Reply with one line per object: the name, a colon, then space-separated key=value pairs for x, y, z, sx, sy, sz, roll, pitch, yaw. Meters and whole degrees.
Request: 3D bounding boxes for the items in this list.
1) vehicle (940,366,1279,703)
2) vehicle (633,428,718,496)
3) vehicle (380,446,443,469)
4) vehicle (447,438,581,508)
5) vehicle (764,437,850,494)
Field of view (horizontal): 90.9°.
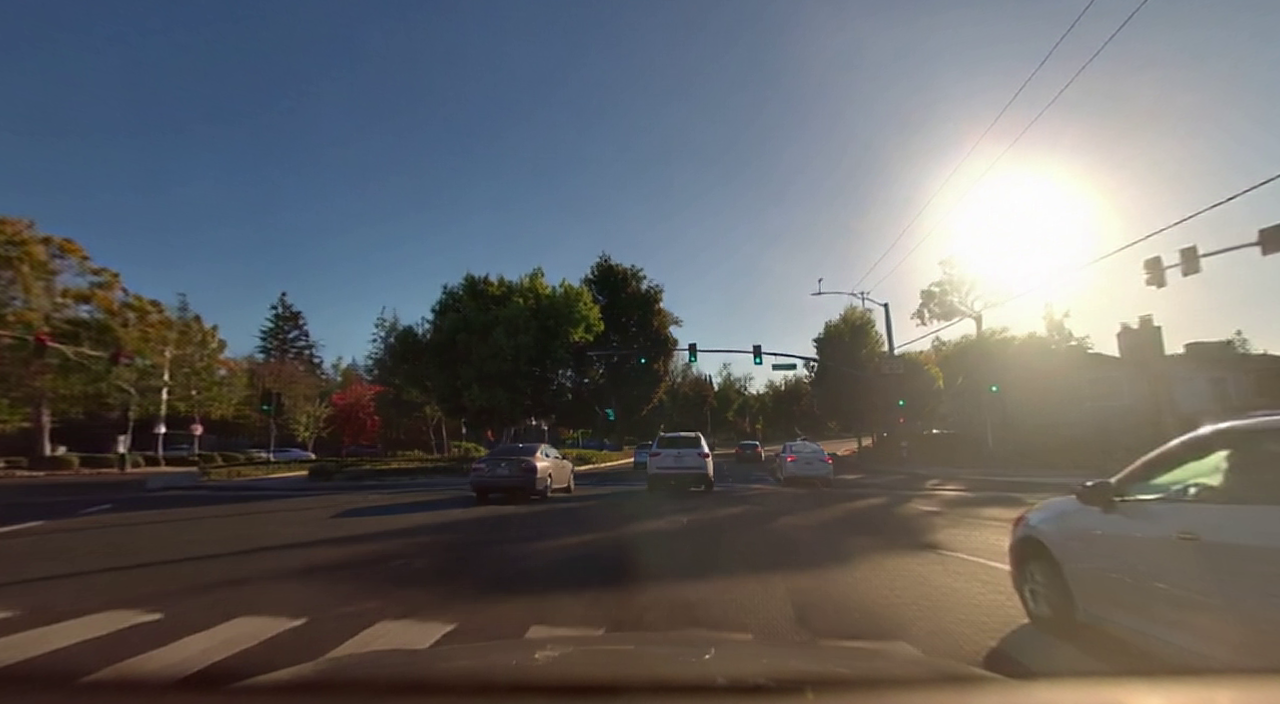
vehicle: x=3.663 y=0.975 z=3.167 sx=2.106 sy=1.636 sz=4.655 roll=0 pitch=-9 yaw=2
vehicle: x=1.152 y=3.275 z=19.076 sx=2.250 sy=1.768 sz=4.574 roll=-1 pitch=-9 yaw=6
vehicle: x=-15.191 y=7.007 z=42.142 sx=1.869 sy=1.449 sz=4.417 roll=-2 pitch=-9 yaw=11
vehicle: x=-2.906 y=2.921 z=15.763 sx=2.006 sy=1.464 sz=4.586 roll=-1 pitch=-9 yaw=6
vehicle: x=4.909 y=3.369 z=19.050 sx=1.859 sy=1.540 sz=3.454 roll=-1 pitch=-9 yaw=4
